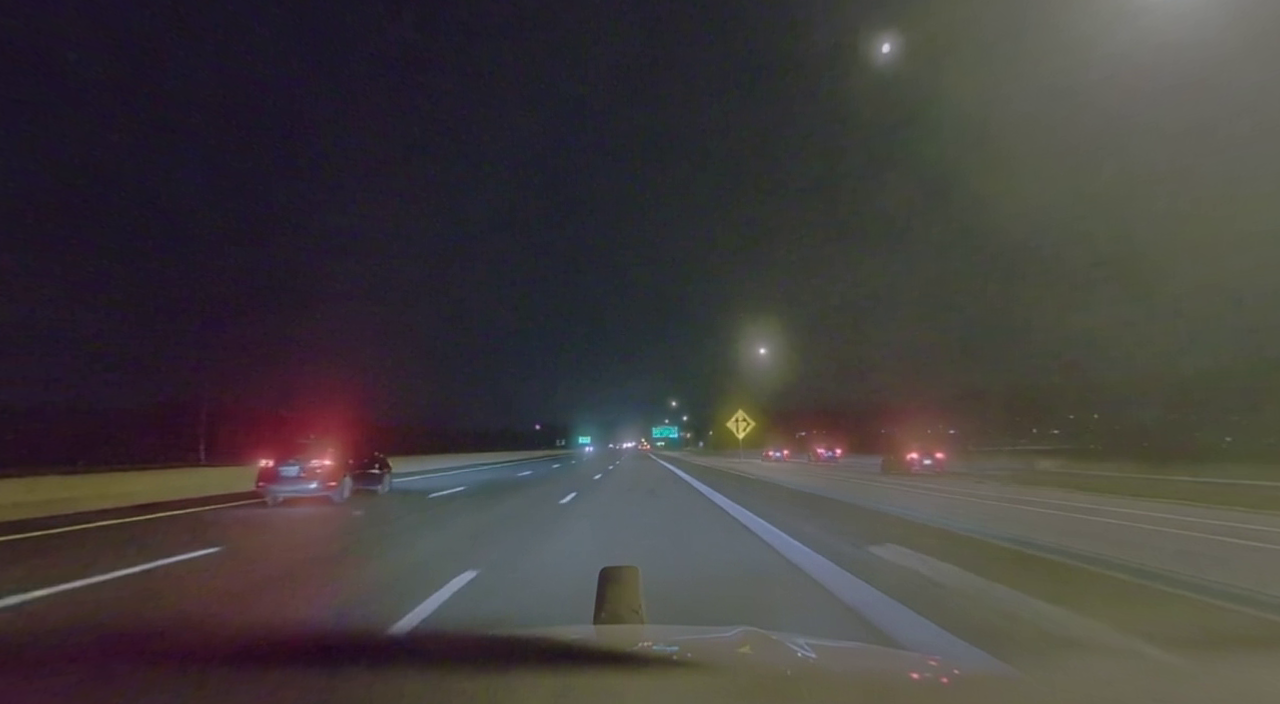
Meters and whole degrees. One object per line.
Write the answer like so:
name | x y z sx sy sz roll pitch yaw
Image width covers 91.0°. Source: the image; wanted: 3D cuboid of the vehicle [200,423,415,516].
vehicle | -6.931 2.505 13.904 2.109 1.692 4.712 0 -9 1
